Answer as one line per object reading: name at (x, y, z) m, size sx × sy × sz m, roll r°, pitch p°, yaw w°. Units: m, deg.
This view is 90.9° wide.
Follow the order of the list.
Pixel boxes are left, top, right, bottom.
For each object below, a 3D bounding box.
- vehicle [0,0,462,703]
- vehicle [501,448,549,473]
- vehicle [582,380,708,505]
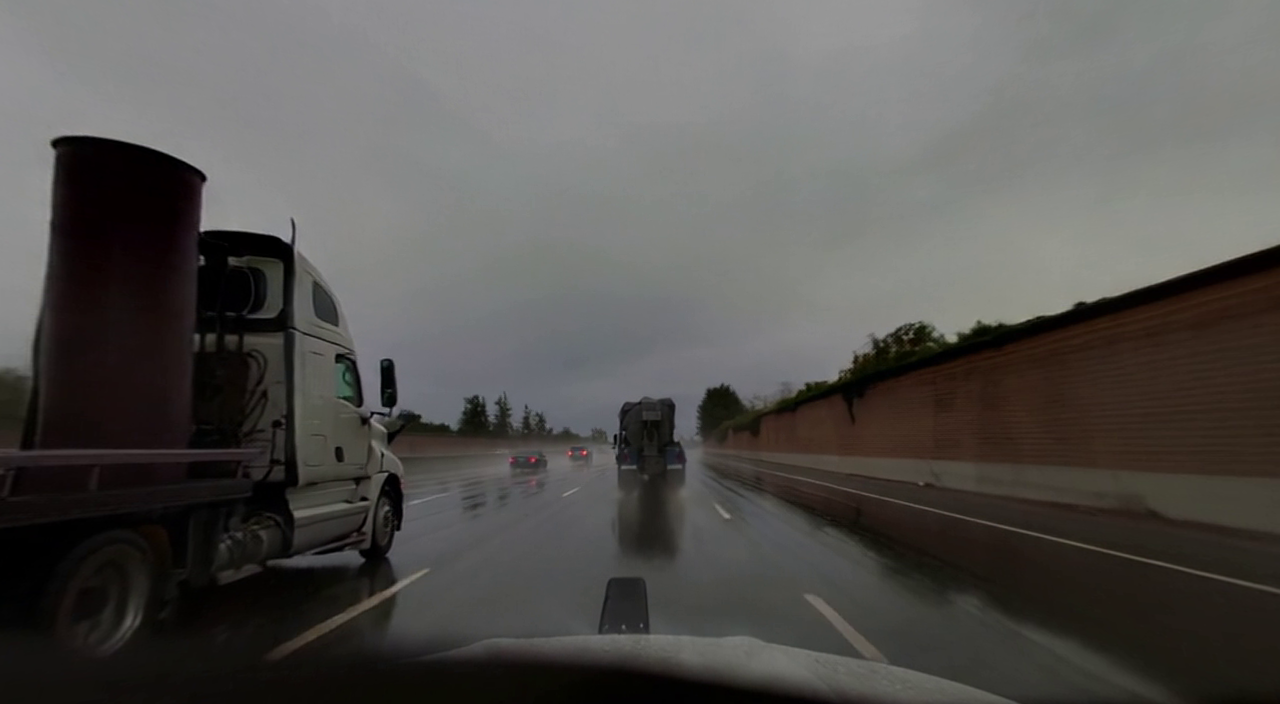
vehicle at (-4.086, 0.243, 5.776) m, size 2.998 × 3.992 × 5.800 m, roll 0°, pitch -8°, yaw 1°
vehicle at (-7.061, 6.701, 39.262) m, size 2.006 × 1.458 × 4.700 m, roll 0°, pitch -8°, yaw 2°
vehicle at (-0.241, 2.865, 20.020) m, size 2.798 × 3.071 × 8.412 m, roll 1°, pitch -8°, yaw -8°
